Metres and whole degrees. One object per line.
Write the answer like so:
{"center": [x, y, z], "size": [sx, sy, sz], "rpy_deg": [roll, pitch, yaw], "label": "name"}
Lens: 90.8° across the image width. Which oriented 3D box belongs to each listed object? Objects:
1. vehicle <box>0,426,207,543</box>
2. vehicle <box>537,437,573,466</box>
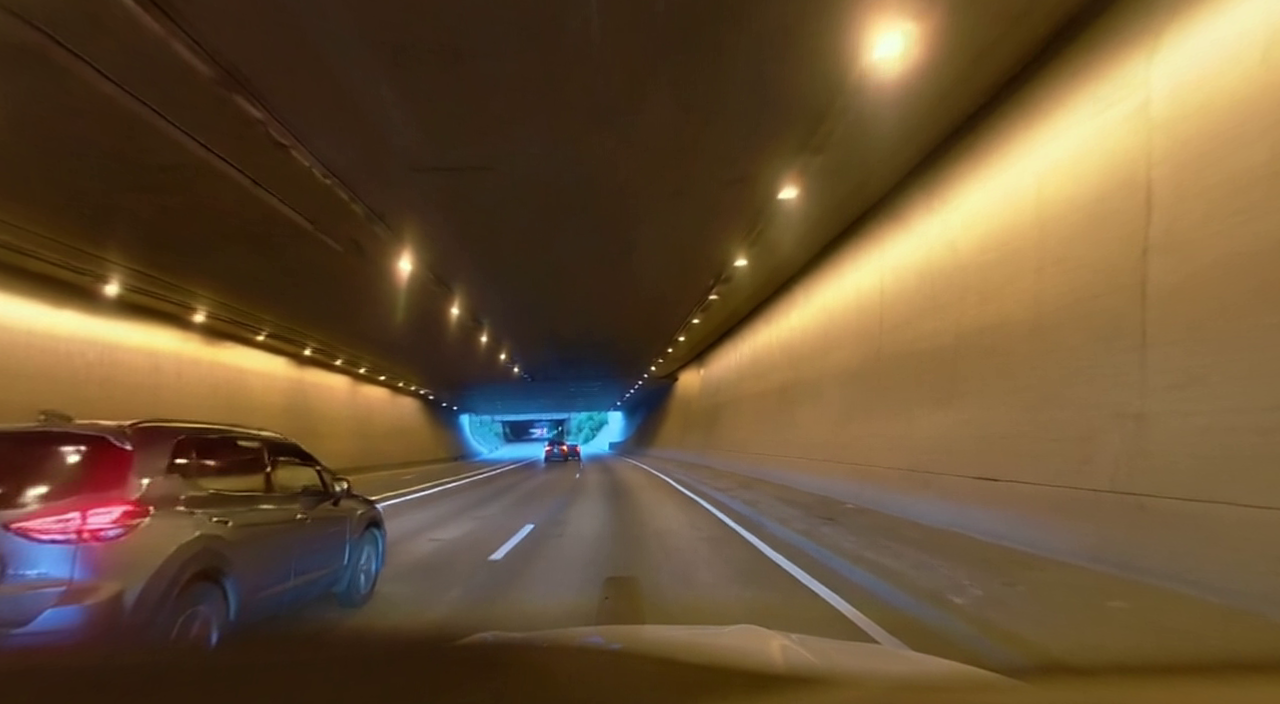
{"center": [-8.865, 1.917, 9.621], "size": [1.691, 1.439, 4.136], "rpy_deg": [0, -8, -2], "label": "vehicle"}
{"center": [-5.474, 6.435, 40.931], "size": [1.961, 1.725, 4.315], "rpy_deg": [0, -8, -3], "label": "vehicle"}
